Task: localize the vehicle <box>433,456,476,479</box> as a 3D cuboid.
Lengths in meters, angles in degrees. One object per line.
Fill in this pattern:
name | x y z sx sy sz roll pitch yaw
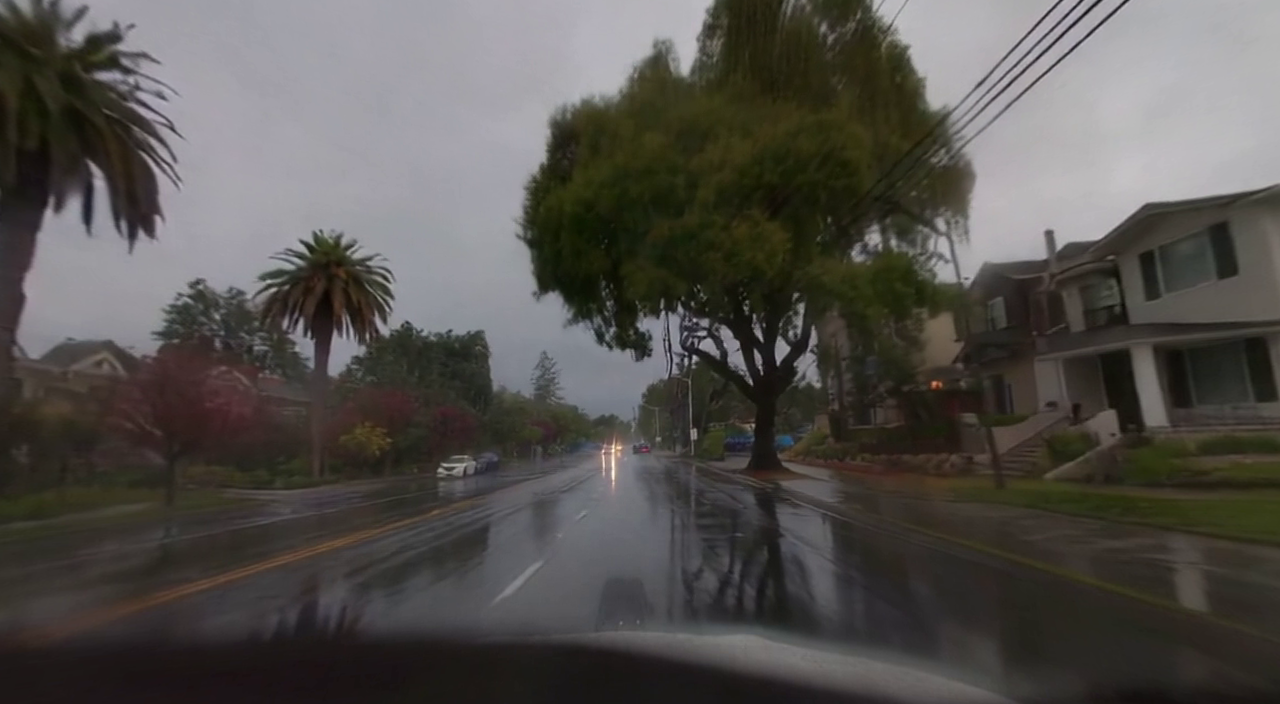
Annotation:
vehicle | -13.761 8.574 47.133 1.885 1.490 4.635 0 -8 -1
